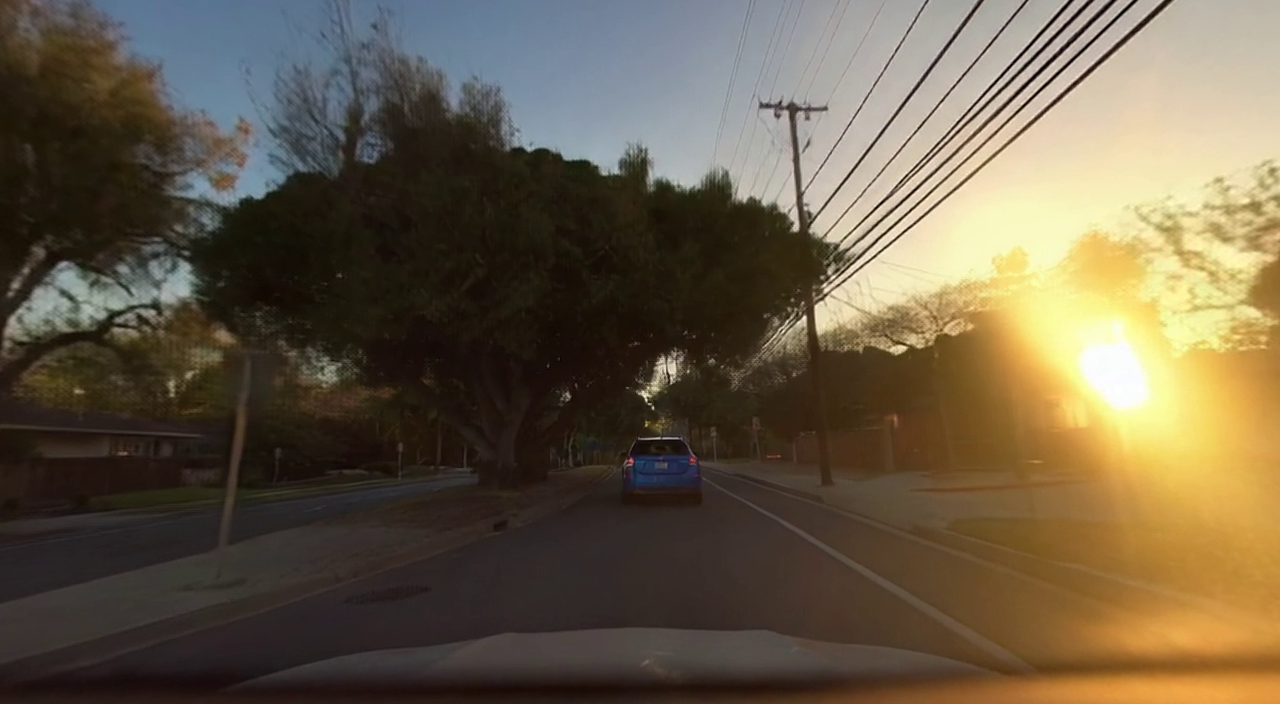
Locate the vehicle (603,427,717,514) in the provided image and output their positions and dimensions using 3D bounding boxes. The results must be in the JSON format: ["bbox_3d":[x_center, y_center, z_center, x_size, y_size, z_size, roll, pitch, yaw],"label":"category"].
[{"bbox_3d":[0.396,2.601,14.283,2.200,1.653,4.127,0,-8,0],"label":"vehicle"}]
